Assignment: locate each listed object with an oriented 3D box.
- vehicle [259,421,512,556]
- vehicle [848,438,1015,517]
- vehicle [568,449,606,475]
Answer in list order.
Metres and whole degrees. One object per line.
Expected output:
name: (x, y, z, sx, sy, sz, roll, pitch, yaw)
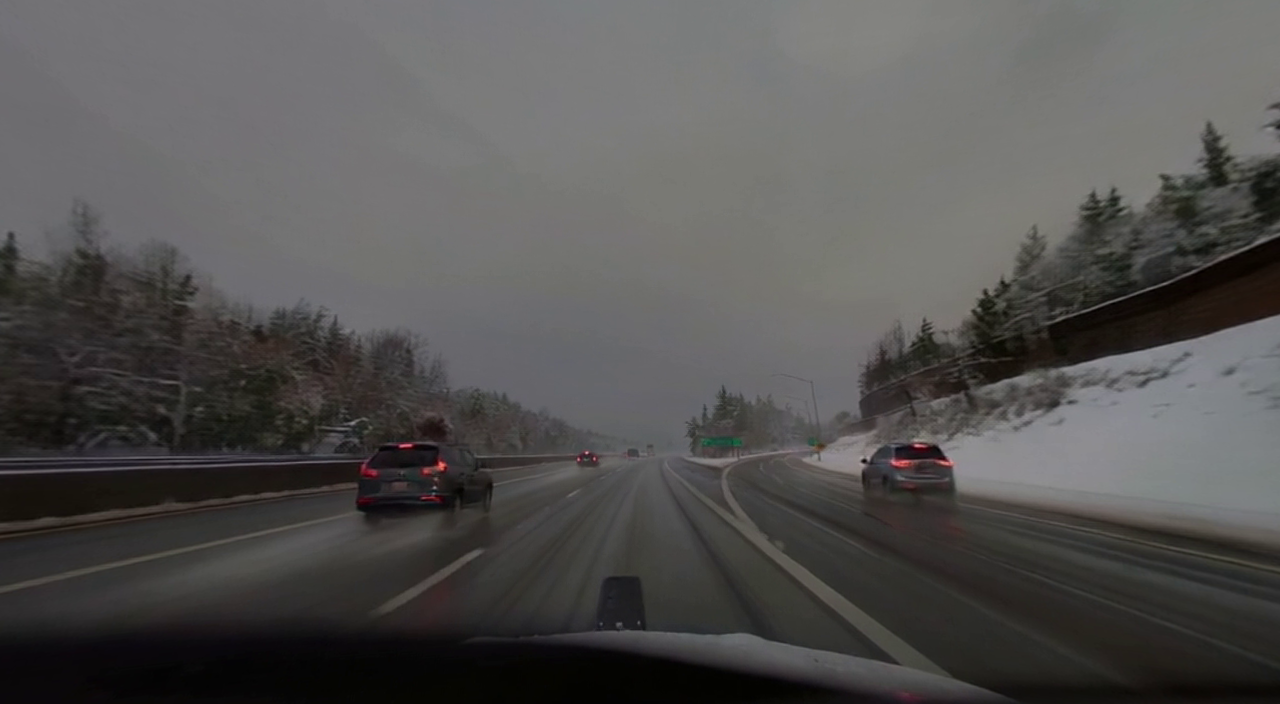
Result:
vehicle: (-3.682, 2.081, 10.229, 2.263, 1.696, 4.321, 0, -9, 0)
vehicle: (6.640, 2.898, 15.078, 2.020, 1.548, 4.715, -1, -9, 4)
vehicle: (-3.263, 6.875, 39.702, 1.997, 1.540, 3.906, 0, -9, 1)
